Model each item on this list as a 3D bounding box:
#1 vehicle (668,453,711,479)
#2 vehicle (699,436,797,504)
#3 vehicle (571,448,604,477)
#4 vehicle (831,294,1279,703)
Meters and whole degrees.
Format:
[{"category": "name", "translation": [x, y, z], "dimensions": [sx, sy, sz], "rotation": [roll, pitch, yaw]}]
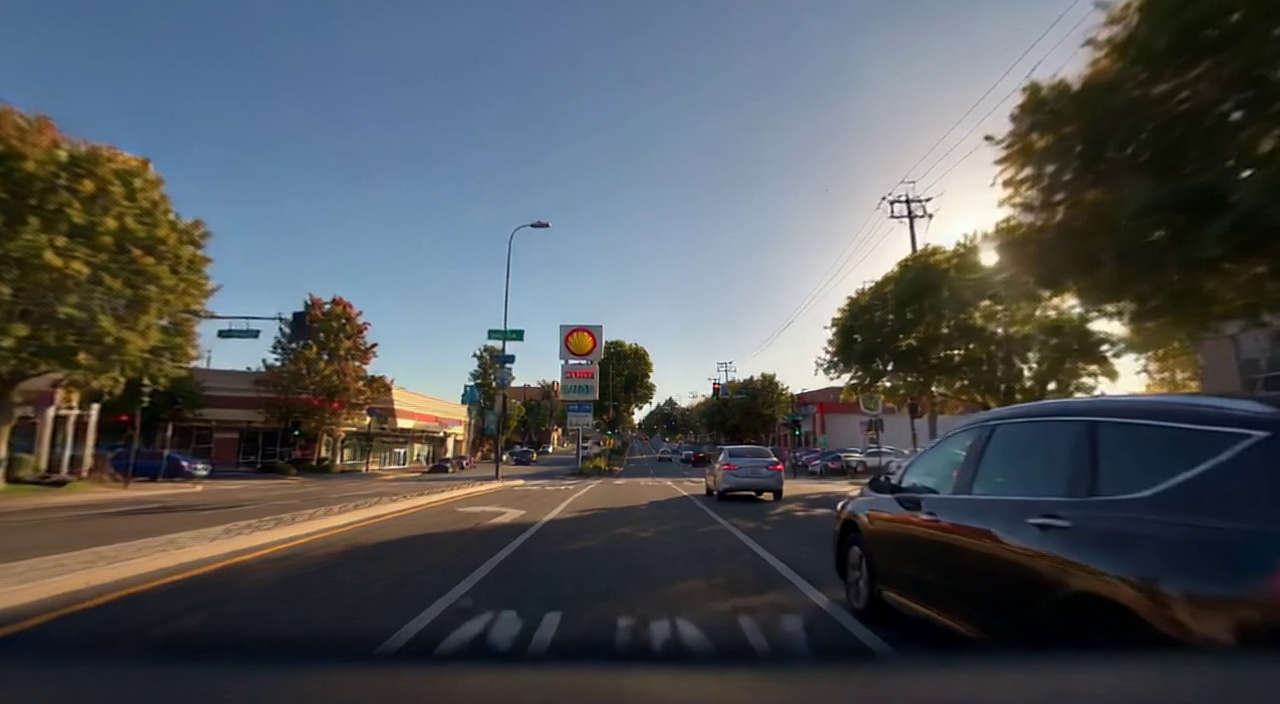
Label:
[{"category": "vehicle", "translation": [2.989, 6.986, 38.930], "dimensions": [2.282, 1.458, 4.362], "rotation": [0, -9, -1]}, {"category": "vehicle", "translation": [2.920, 3.293, 17.950], "dimensions": [1.999, 1.679, 4.217], "rotation": [0, -9, -1]}, {"category": "vehicle", "translation": [-3.764, 7.825, 44.237], "dimensions": [2.189, 1.836, 4.693], "rotation": [0, -12, -6]}, {"category": "vehicle", "translation": [2.710, 0.922, 2.854], "dimensions": [2.183, 1.720, 4.842], "rotation": [0, -9, 0]}]
